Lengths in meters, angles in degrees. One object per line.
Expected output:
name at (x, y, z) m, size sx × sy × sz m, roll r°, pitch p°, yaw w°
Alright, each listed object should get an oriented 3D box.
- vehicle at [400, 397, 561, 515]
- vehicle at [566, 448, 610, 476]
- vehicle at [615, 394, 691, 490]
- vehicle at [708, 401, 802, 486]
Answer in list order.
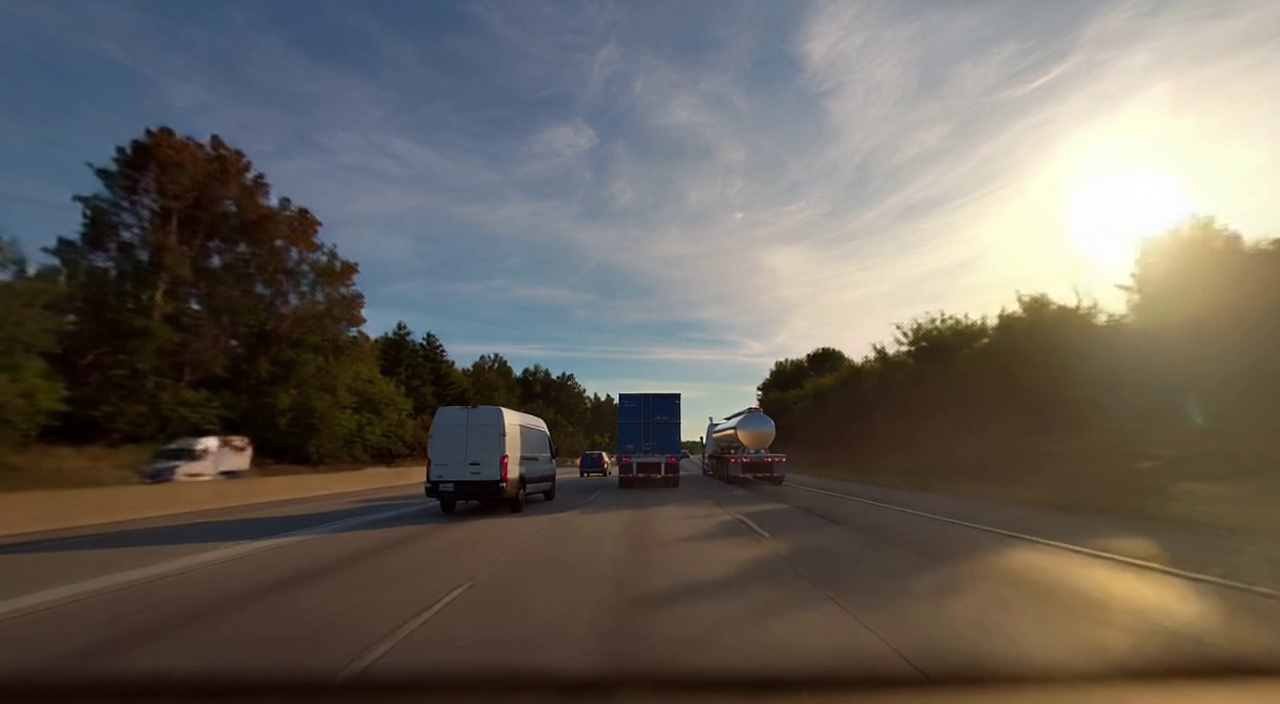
vehicle at (-3.898, 2.776, 17.040) m, size 2.525 × 2.572 × 6.260 m, roll 0°, pitch -9°, yaw 2°
vehicle at (-3.175, 6.799, 39.162) m, size 2.134 × 1.652 × 4.439 m, roll -1°, pitch -9°, yaw 3°
vehicle at (0.286, 4.004, 27.579) m, size 2.773 × 3.455 × 9.118 m, roll 0°, pitch -9°, yaw -2°
vehicle at (5.357, 4.668, 31.867) m, size 2.706 × 3.500 × 11.483 m, roll 0°, pitch -9°, yaw 1°
